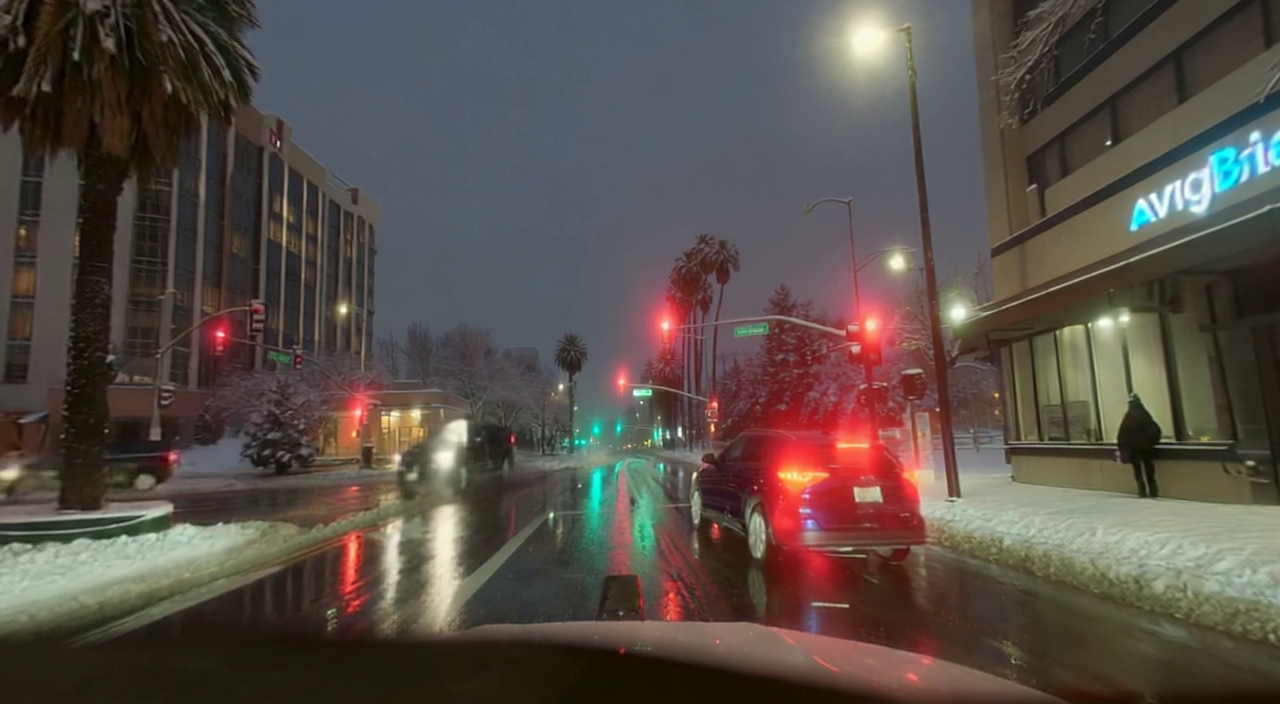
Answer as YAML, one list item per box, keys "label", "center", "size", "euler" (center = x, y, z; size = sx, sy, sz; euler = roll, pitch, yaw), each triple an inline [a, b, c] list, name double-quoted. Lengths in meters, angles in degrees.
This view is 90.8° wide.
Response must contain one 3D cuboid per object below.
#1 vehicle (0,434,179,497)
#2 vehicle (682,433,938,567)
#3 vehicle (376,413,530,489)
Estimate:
- label: "vehicle"
  center: [-18.557, 3.631, 20.646]
  size: [2.029, 1.822, 5.090]
  euler: [-6, -10, 35]
- label: "vehicle"
  center: [2.101, 2.001, 9.509]
  size: [2.090, 1.466, 4.676]
  euler: [1, -8, -7]
- label: "vehicle"
  center: [-5.407, 3.004, 19.395]
  size: [2.190, 1.964, 5.614]
  euler: [-2, -8, 10]
